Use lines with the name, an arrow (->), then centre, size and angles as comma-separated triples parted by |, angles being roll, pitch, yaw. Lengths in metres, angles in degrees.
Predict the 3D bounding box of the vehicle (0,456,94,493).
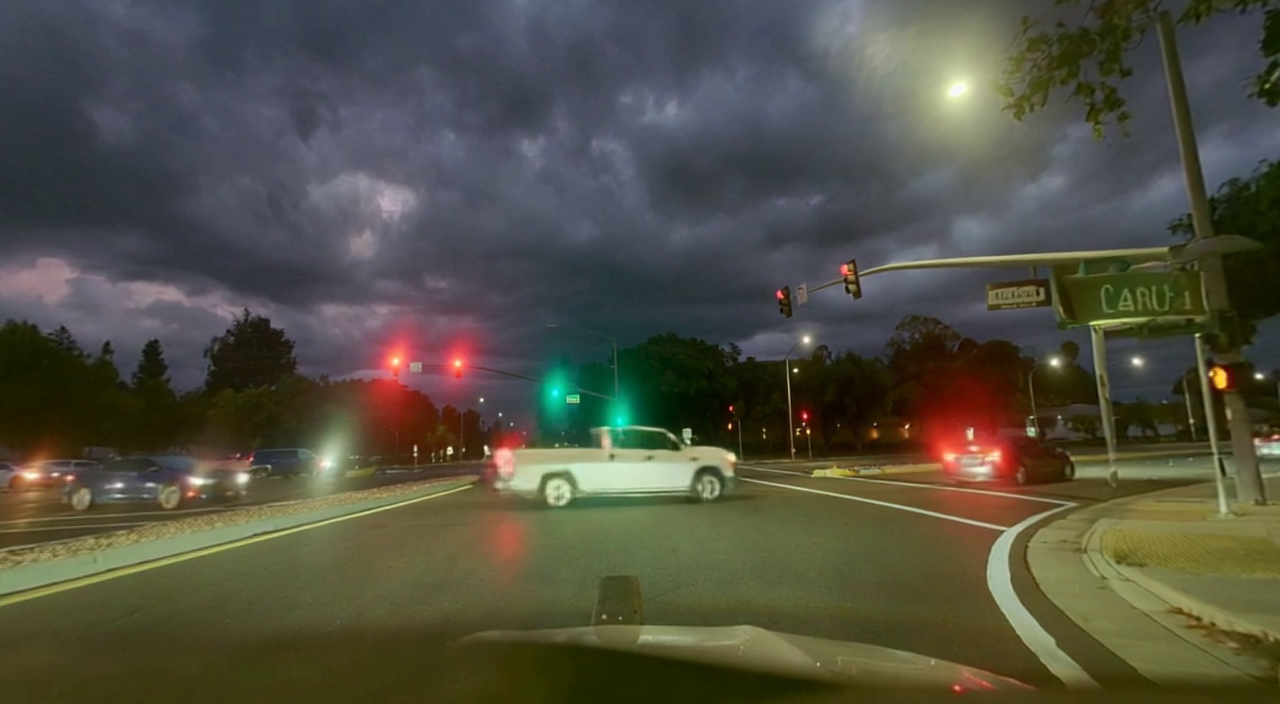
vehicle -> -31.179, 6.262, 32.640 | 2.142, 1.723, 4.692 | 1, -9, -9

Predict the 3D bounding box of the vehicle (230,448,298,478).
vehicle -> -26.317, 7.767, 44.467 | 2.213, 1.956, 5.254 | 1, -9, -8

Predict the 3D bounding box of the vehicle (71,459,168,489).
vehicle -> -28.375, 6.625, 34.664 | 1.965, 1.448, 4.553 | 1, -9, -9

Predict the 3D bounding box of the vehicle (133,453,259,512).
vehicle -> -13.120, 3.728, 18.555 | 4.702, 1.468, 1.999 | -8, -12, 43

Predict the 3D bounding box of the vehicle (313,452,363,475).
vehicle -> -22.728, 8.363, 47.698 | 2.020, 1.615, 4.656 | 1, -9, -8

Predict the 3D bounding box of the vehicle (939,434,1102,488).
vehicle -> 11.617, 3.270, 19.250 | 4.728, 1.471, 1.957 | 4, -10, -28

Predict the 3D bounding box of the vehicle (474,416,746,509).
vehicle -> -0.722, 2.553, 14.950 | 5.896, 1.937, 2.358 | 1, -9, -8
